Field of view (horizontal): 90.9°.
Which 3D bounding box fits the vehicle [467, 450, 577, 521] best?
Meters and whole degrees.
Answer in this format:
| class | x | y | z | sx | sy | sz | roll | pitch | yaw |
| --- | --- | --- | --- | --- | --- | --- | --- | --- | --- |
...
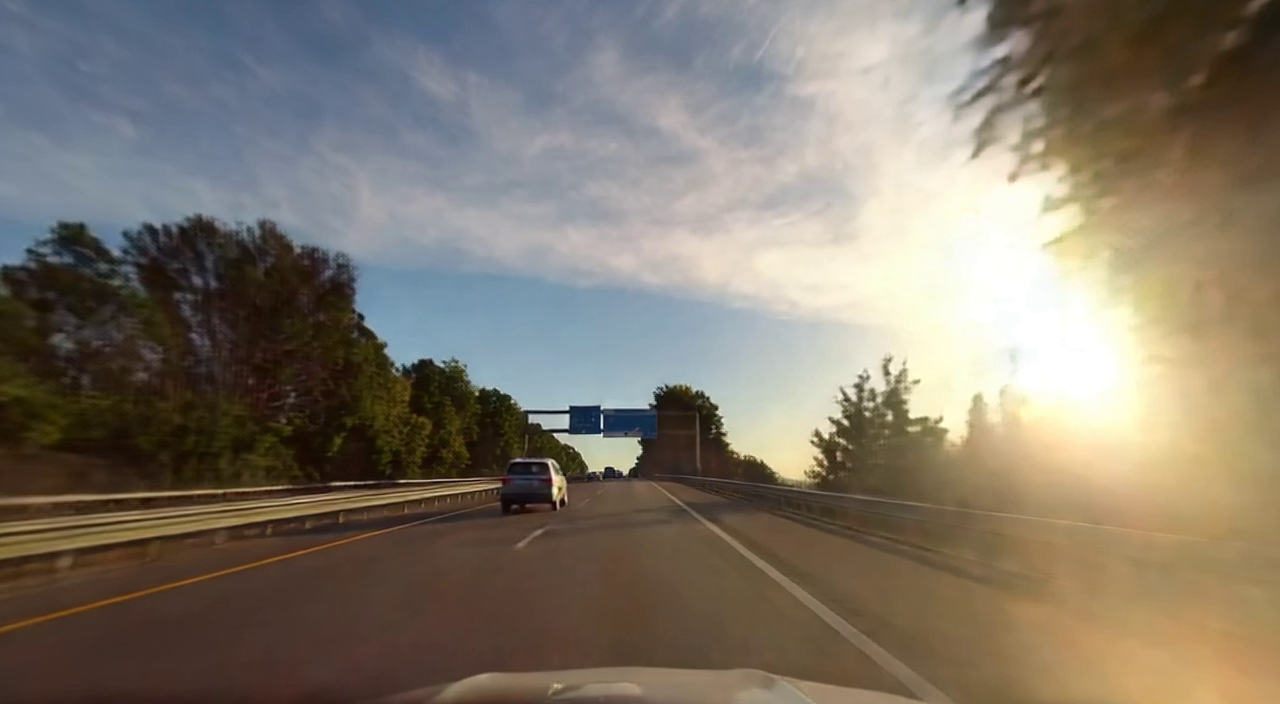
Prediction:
| class | x | y | z | sx | sy | sz | roll | pitch | yaw |
| --- | --- | --- | --- | --- | --- | --- | --- | --- | --- |
| vehicle | -3.110 | 3.699 | 17.728 | 2.107 | 1.668 | 4.554 | 1 | -11 | 1 |
